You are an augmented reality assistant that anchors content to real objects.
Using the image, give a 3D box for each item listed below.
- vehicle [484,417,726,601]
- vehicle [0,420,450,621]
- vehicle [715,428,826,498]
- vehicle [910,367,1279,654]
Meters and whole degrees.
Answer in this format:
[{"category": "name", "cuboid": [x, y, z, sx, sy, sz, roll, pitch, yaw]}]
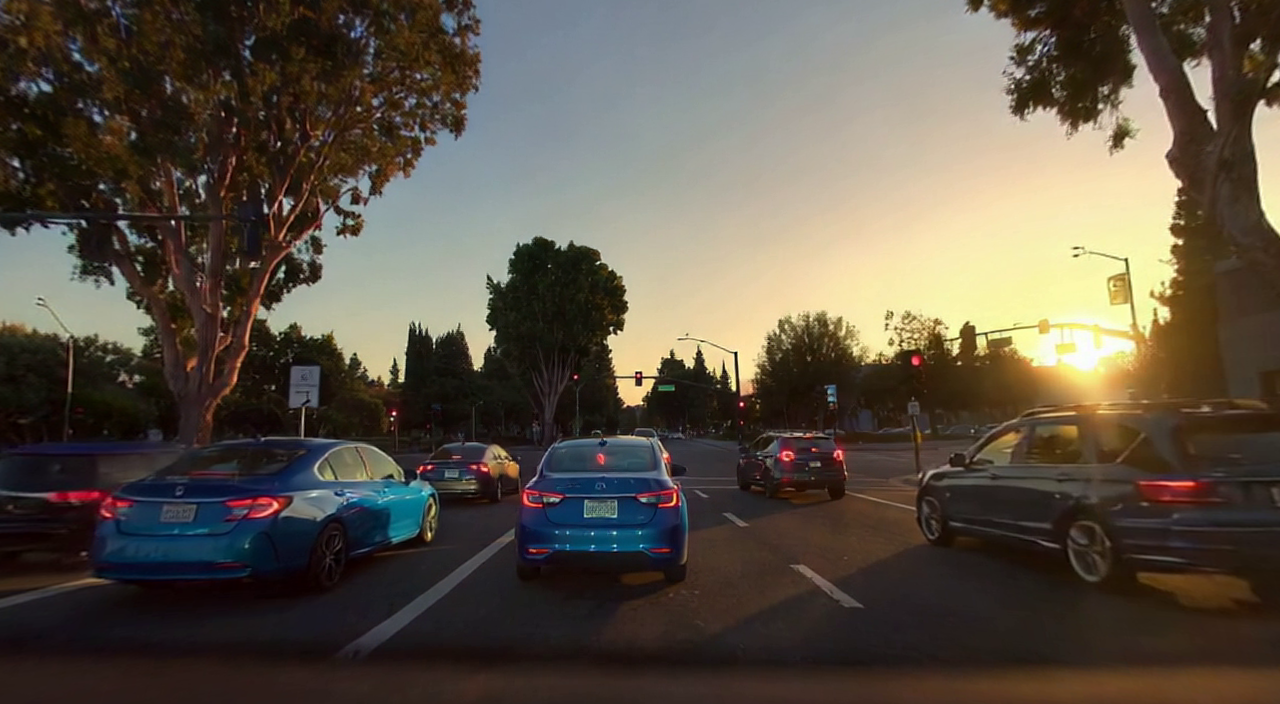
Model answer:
[{"category": "vehicle", "cuboid": [-0.353, 1.640, 7.508, 2.045, 1.533, 4.183, 0, -8, -2]}, {"category": "vehicle", "cuboid": [-3.811, 1.588, 6.985, 2.074, 1.485, 4.395, 0, -8, 0]}, {"category": "vehicle", "cuboid": [3.437, 3.003, 17.513, 2.028, 1.678, 4.220, 0, -8, -2]}, {"category": "vehicle", "cuboid": [4.775, 1.295, 6.228, 2.038, 1.750, 4.535, 0, -8, -2]}]
